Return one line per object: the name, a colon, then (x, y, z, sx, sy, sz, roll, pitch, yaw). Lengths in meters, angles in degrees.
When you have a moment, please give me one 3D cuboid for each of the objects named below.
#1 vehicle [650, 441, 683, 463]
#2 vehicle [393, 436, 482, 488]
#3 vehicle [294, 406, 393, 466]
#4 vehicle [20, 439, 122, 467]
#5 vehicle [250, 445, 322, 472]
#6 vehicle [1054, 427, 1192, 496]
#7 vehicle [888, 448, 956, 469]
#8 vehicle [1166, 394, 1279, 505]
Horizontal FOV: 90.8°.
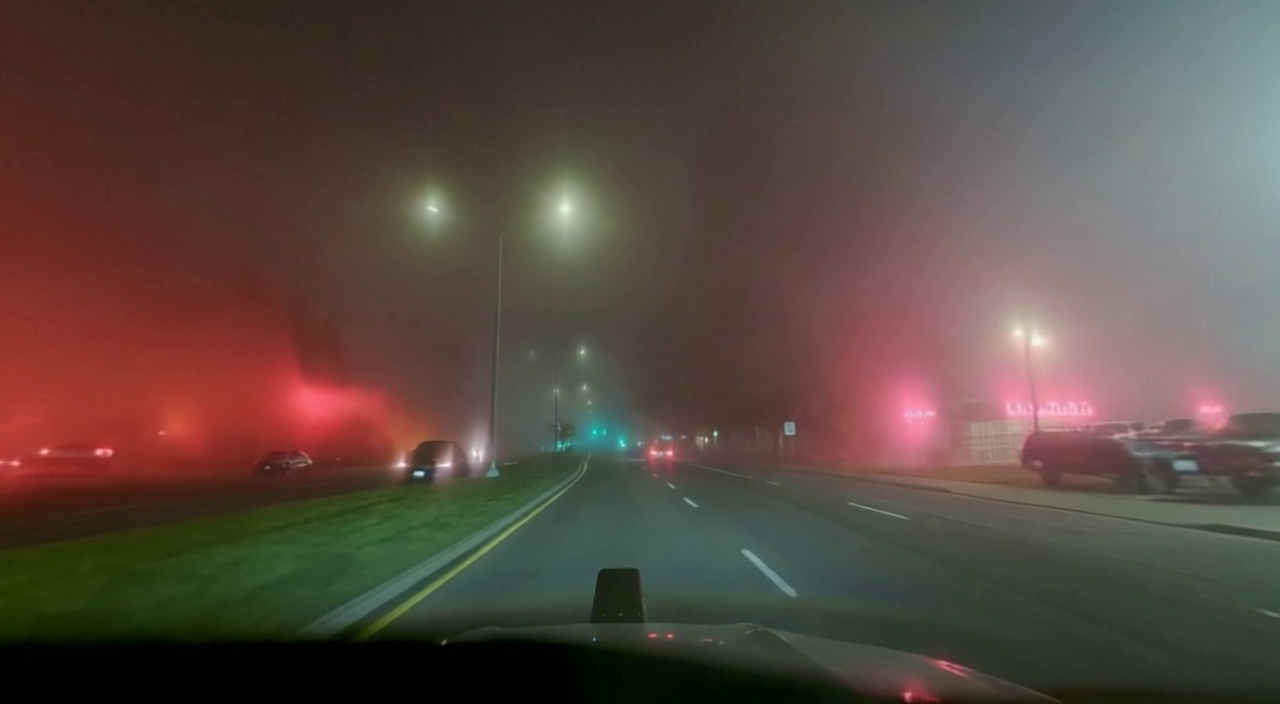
vehicle: (1.839, 7.191, 45.353, 1.913, 1.473, 4.360, 0, -9, -4)
vehicle: (-7.194, 3.921, 23.065, 2.180, 1.556, 5.130, 2, -7, -8)
vehicle: (-21.278, 6.183, 46.140, 3.154, 3.917, 9.345, 0, -9, -4)
vehicle: (-31.100, 5.540, 34.597, 3.768, 1.443, 1.800, 0, -8, -2)
vehicle: (-20.955, 6.294, 37.624, 2.068, 1.408, 4.399, -2, -8, -4)
vehicle: (15.870, 3.505, 20.661, 5.161, 1.927, 2.464, 7, -11, -41)
vehicle: (20.450, 7.684, 45.788, 4.458, 1.465, 1.875, 3, -9, -22)
vehicle: (17.036, 2.730, 17.818, 5.908, 2.641, 2.303, 7, -12, -42)
